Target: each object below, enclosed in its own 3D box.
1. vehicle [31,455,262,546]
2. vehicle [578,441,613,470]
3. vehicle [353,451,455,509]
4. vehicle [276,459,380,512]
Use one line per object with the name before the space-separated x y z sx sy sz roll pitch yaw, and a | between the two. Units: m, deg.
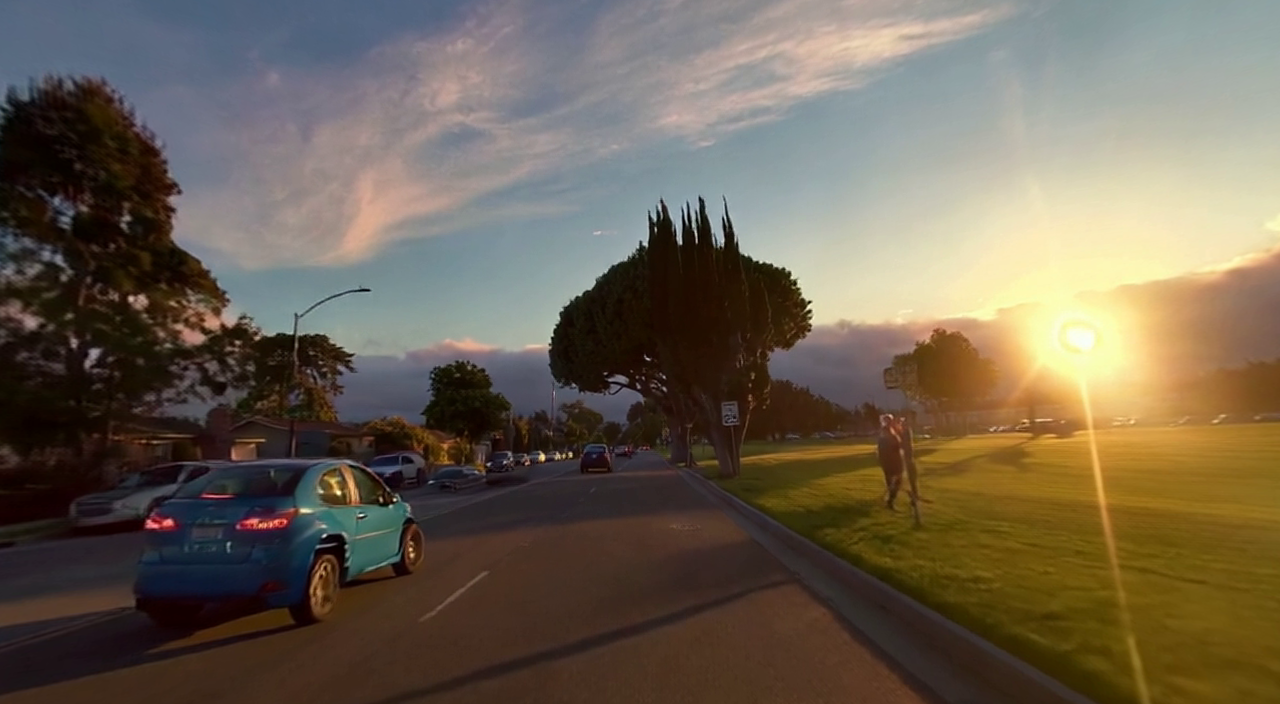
vehicle | -12.146 3.605 16.055 1.904 1.728 4.997 2 -7 -1
vehicle | -2.902 6.831 41.614 1.908 1.809 4.230 0 -8 1
vehicle | -8.988 4.872 24.426 2.019 1.907 4.697 0 -8 1
vehicle | -12.180 5.188 24.846 1.910 1.462 4.581 -4 -6 -2
